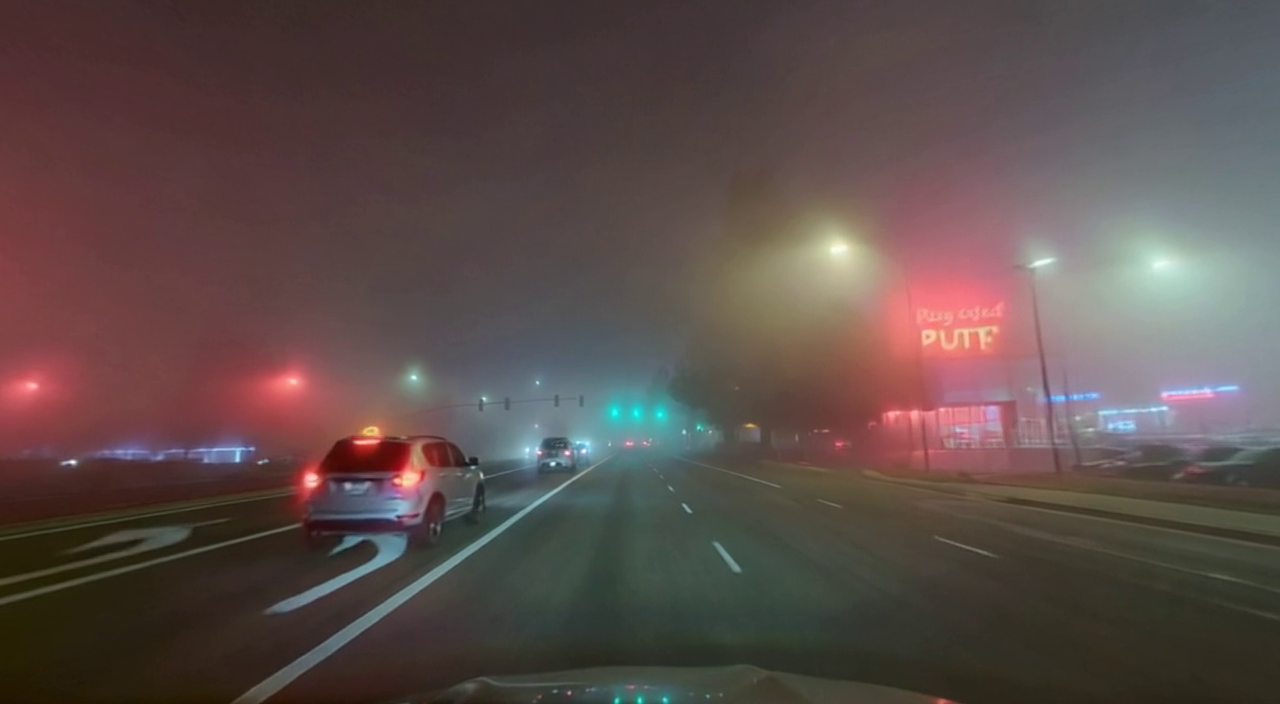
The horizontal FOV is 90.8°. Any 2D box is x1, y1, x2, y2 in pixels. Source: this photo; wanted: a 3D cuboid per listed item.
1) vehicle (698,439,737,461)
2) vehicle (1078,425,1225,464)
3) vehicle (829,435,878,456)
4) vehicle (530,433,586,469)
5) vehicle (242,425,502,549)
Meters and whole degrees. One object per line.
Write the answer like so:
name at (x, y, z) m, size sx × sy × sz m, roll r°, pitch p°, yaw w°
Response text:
vehicle at (5.298, 6.762, 43.806) m, size 2.017 × 1.453 × 4.497 m, roll 0°, pitch -8°, yaw -1°
vehicle at (23.585, 4.325, 29.385) m, size 4.824 × 1.693 × 1.984 m, roll -4°, pitch -9°, yaw 21°
vehicle at (15.744, 6.925, 46.817) m, size 1.819 × 1.457 × 4.680 m, roll 0°, pitch -8°, yaw -3°
vehicle at (-3.981, 4.875, 31.355) m, size 2.143 × 1.643 × 4.336 m, roll 0°, pitch -8°, yaw 0°
vehicle at (-3.771, 1.982, 10.033) m, size 2.097 × 1.497 × 4.571 m, roll 0°, pitch -8°, yaw 1°
